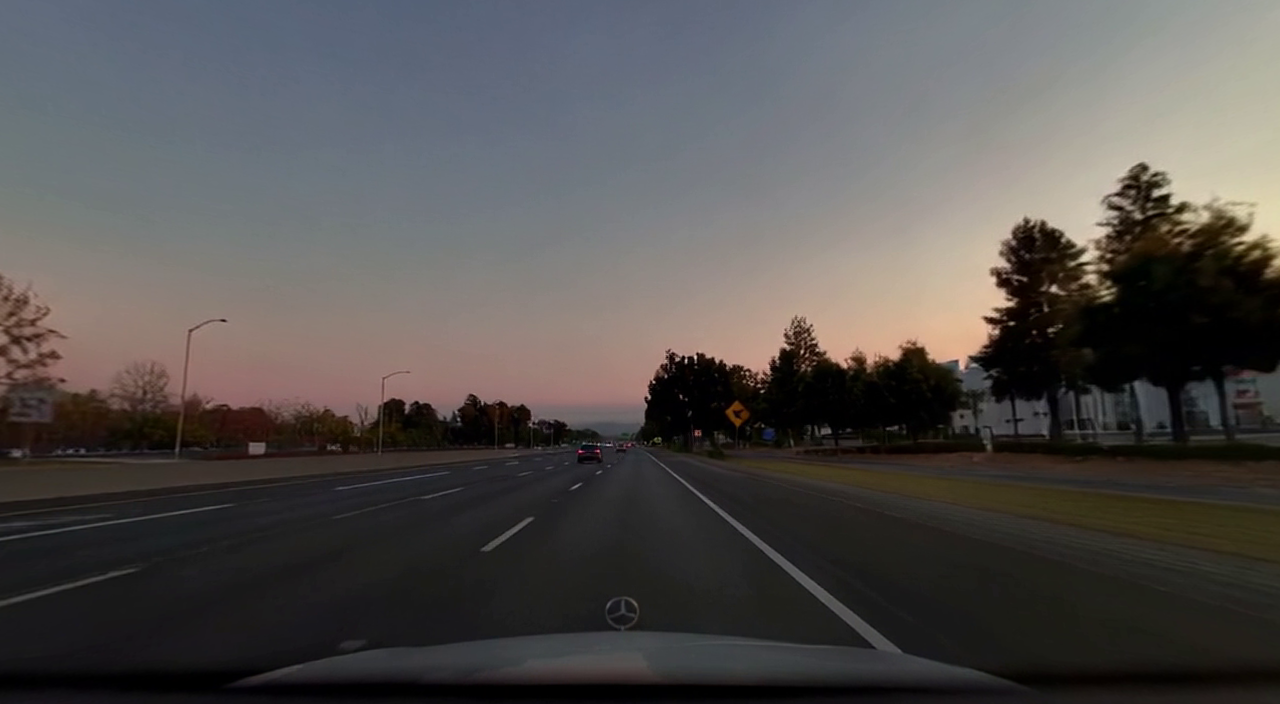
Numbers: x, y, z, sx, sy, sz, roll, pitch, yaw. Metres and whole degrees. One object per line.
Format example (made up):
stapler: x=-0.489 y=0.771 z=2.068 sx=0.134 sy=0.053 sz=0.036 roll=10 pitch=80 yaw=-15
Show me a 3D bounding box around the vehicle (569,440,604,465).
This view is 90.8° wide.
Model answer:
vehicle: x=-3.823 y=7.335 z=46.248 sx=2.150 sy=1.761 sz=4.697 roll=0 pitch=-8 yaw=0
